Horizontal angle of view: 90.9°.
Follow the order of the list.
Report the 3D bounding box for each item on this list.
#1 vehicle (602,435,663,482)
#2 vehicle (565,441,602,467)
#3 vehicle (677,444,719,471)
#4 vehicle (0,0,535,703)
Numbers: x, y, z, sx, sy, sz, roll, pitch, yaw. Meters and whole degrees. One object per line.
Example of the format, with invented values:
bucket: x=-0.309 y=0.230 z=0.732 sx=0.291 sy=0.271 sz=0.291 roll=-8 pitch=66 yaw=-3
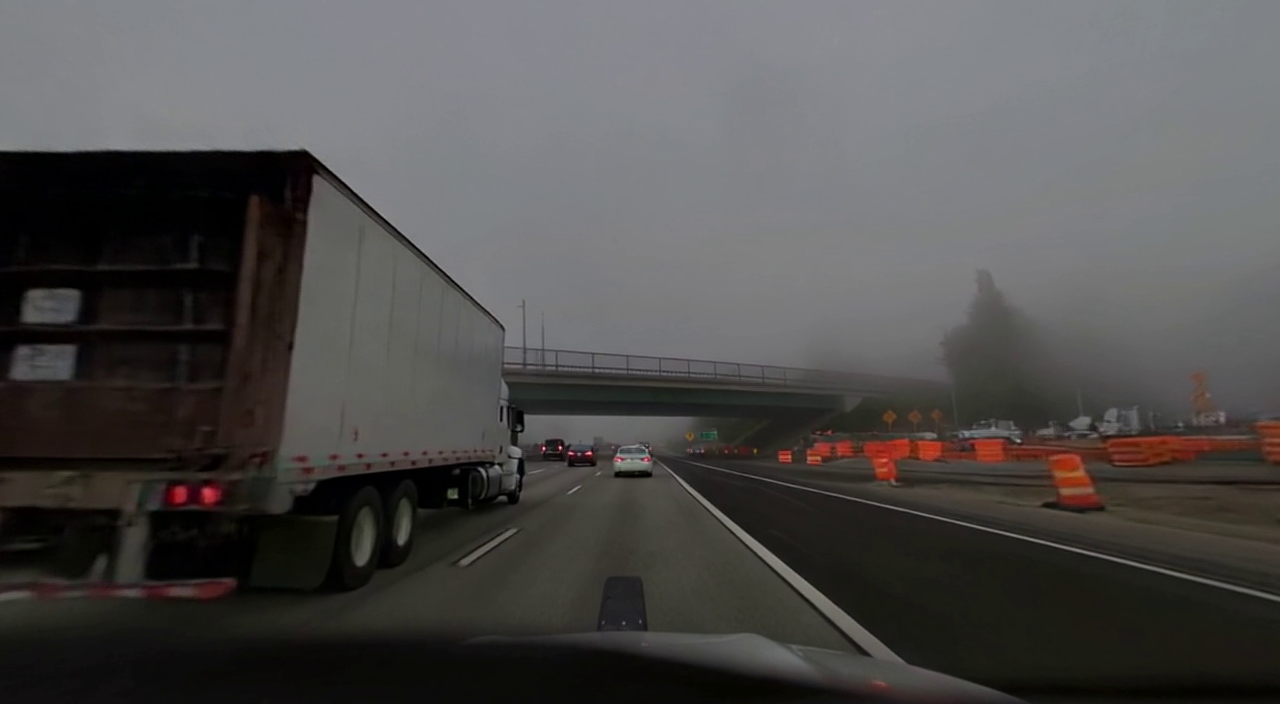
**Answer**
vehicle: x=-0.274 y=4.246 z=25.370 sx=2.270 sy=1.696 sz=4.061 roll=0 pitch=-8 yaw=0
vehicle: x=-3.860 y=7.071 z=43.876 sx=2.124 sy=1.639 sz=4.344 roll=0 pitch=-8 yaw=1
vehicle: x=3.322 y=6.096 z=36.752 sx=2.003 sy=1.465 sz=4.092 roll=0 pitch=-8 yaw=-1
vehicle: x=-3.704 y=0.764 z=7.099 sx=3.075 sy=3.276 sz=11.073 roll=0 pitch=-8 yaw=0
